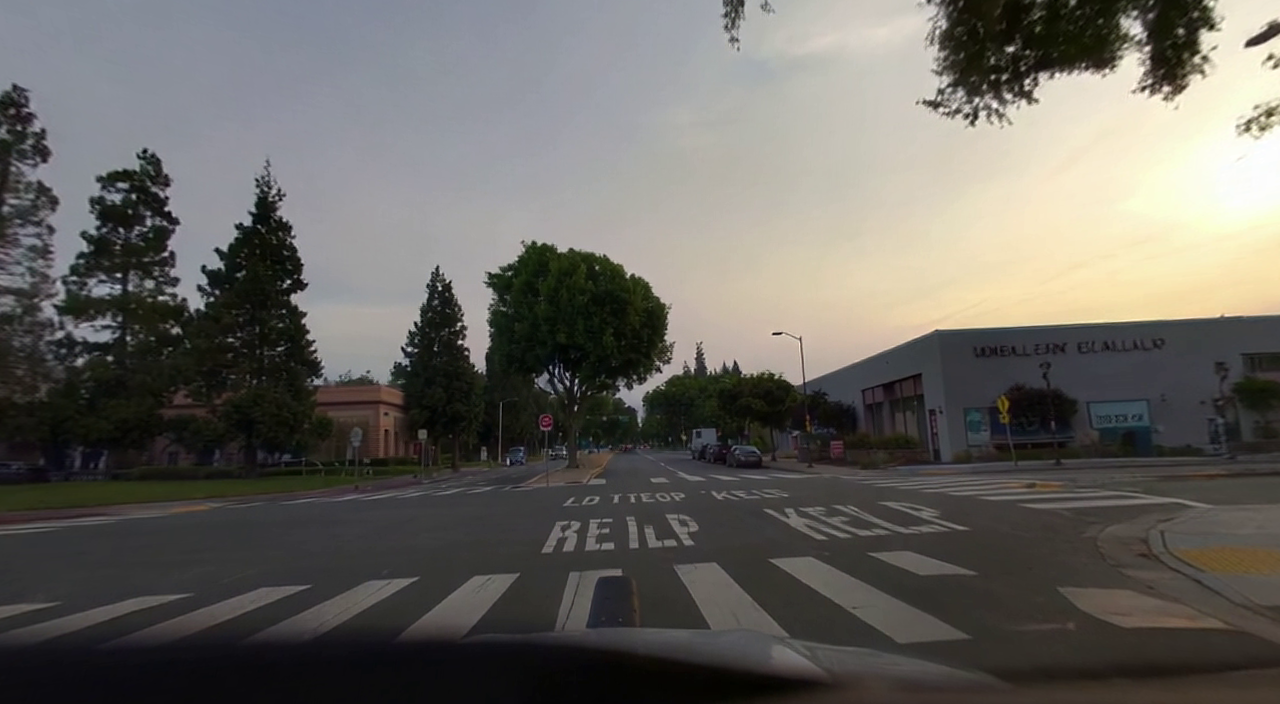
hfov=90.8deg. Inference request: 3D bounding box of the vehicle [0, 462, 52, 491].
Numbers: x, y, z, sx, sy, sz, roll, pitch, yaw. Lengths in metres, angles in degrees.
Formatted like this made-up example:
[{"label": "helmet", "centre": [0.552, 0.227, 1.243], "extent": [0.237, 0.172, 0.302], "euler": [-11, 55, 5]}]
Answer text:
[{"label": "vehicle", "centre": [-36.885, 7.189, 36.484], "extent": [1.871, 1.523, 4.028], "euler": [0, -9, 1]}]
